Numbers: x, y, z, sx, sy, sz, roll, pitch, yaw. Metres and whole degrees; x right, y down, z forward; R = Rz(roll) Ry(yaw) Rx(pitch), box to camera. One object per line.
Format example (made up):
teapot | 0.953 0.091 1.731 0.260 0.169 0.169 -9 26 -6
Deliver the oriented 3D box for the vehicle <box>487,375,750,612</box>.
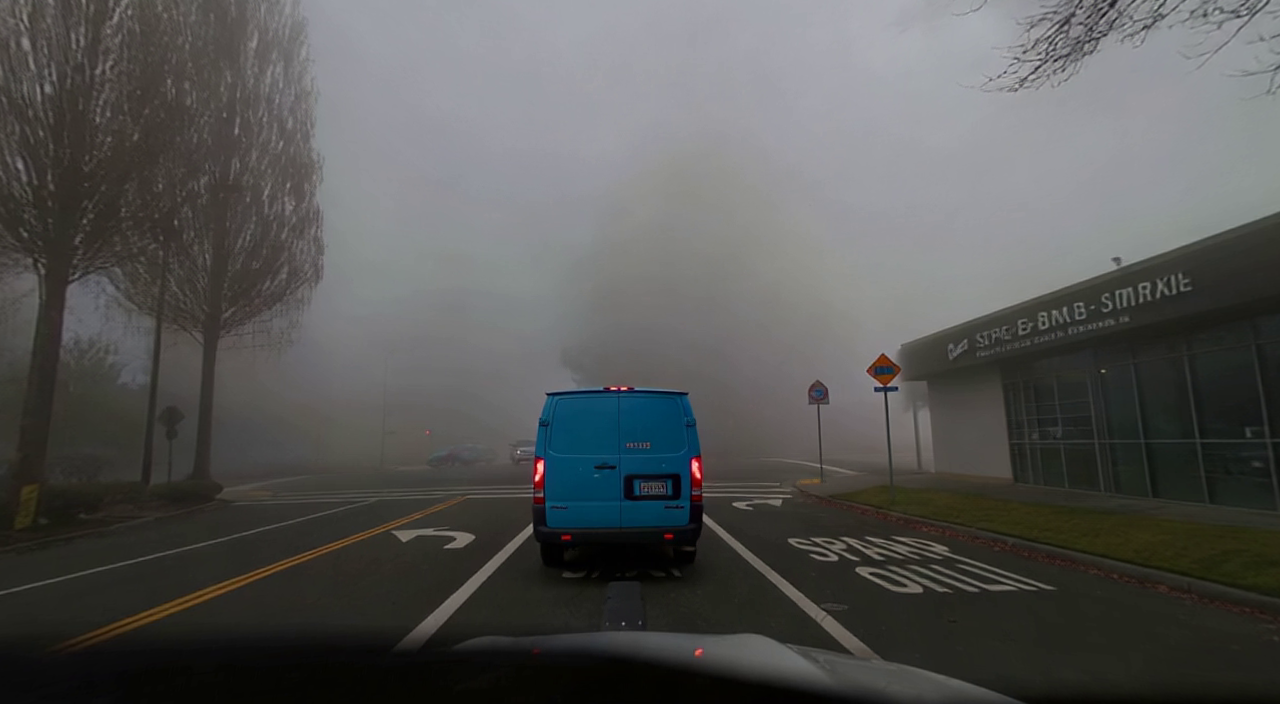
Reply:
vehicle | -0.292 1.475 7.305 2.181 1.949 3.932 1 -9 -4
